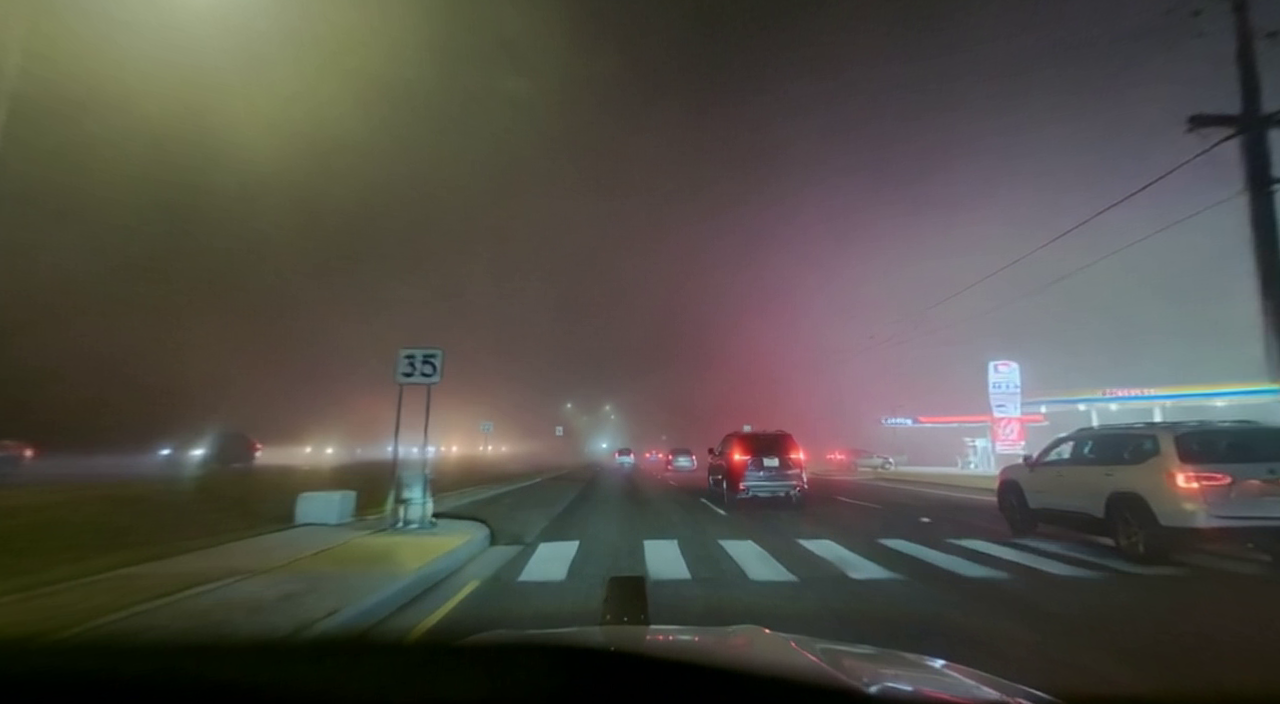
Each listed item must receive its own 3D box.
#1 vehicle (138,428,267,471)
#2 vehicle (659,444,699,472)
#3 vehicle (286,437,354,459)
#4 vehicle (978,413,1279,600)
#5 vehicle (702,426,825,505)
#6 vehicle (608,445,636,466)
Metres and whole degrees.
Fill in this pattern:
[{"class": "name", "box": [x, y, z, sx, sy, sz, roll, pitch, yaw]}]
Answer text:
[{"class": "vehicle", "box": [-18.212, 4.076, 26.564, 2.081, 1.654, 4.576, 0, -8, 1]}, {"class": "vehicle", "box": [2.318, 6.357, 38.136, 2.012, 1.612, 4.114, 0, -8, -2]}, {"class": "vehicle", "box": [-21.816, 6.562, 43.188, 2.124, 1.459, 4.591, 0, -8, 2]}, {"class": "vehicle", "box": [6.239, 1.644, 7.655, 1.881, 1.604, 4.289, 0, -8, 0]}, {"class": "vehicle", "box": [3.043, 2.913, 16.702, 2.184, 1.777, 4.712, 0, -8, -1]}, {"class": "vehicle", "box": [-1.367, 8.182, 49.975, 2.107, 1.527, 4.174, 0, -8, -1]}]
